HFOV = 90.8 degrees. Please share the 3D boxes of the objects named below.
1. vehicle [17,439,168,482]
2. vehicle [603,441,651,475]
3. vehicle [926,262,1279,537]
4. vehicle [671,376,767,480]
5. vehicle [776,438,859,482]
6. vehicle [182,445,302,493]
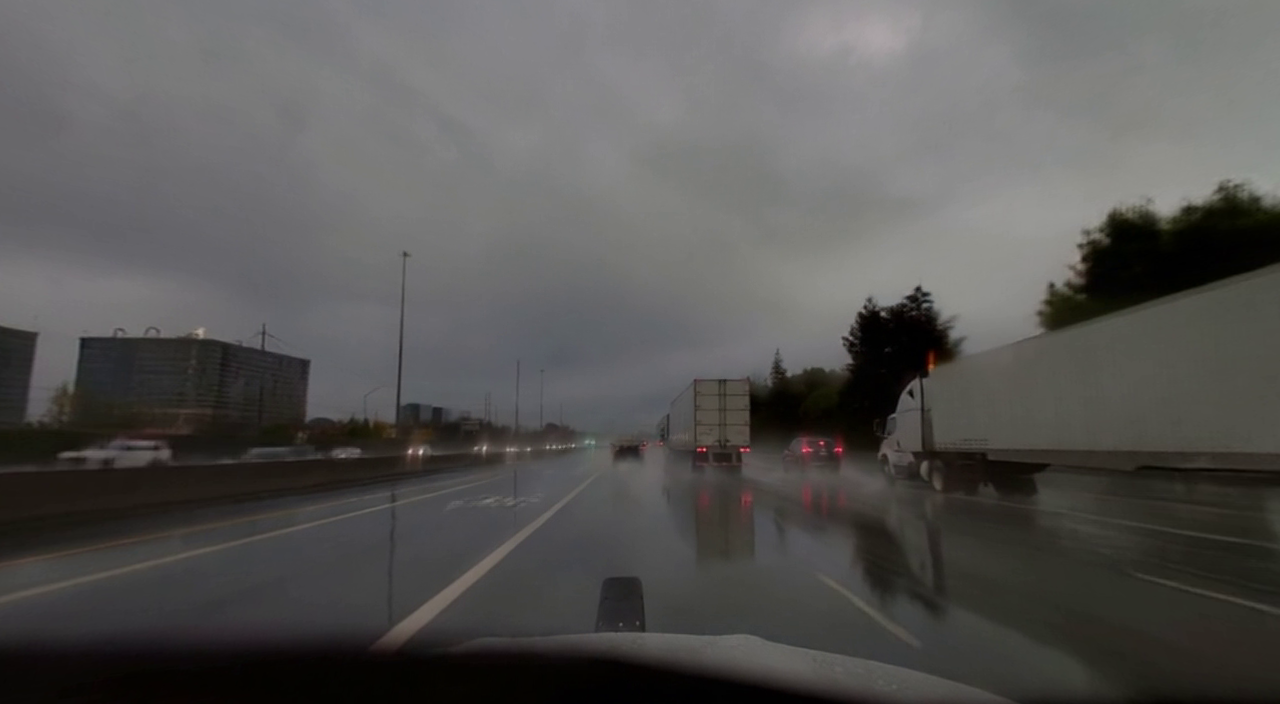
[{"bbox_3d":[-24.163,4.808,28.252,2.107,1.725,5.187,0,-9,-1],"label":"vehicle"},{"bbox_3d":[-0.614,5.109,30.650,2.163,1.551,4.180,0,-9,-1],"label":"vehicle"},{"bbox_3d":[11.241,1.197,12.714,2.898,4.171,17.188,0,-9,0],"label":"vehicle"},{"bbox_3d":[3.406,3.805,30.503,2.999,4.127,10.526,0,-9,-1],"label":"vehicle"},{"bbox_3d":[7.355,4.502,26.629,2.154,1.658,4.347,0,-9,-1],"label":"vehicle"},{"bbox_3d":[-12.904,3.780,20.746,1.595,1.414,3.486,0,-9,1],"label":"vehicle"}]
